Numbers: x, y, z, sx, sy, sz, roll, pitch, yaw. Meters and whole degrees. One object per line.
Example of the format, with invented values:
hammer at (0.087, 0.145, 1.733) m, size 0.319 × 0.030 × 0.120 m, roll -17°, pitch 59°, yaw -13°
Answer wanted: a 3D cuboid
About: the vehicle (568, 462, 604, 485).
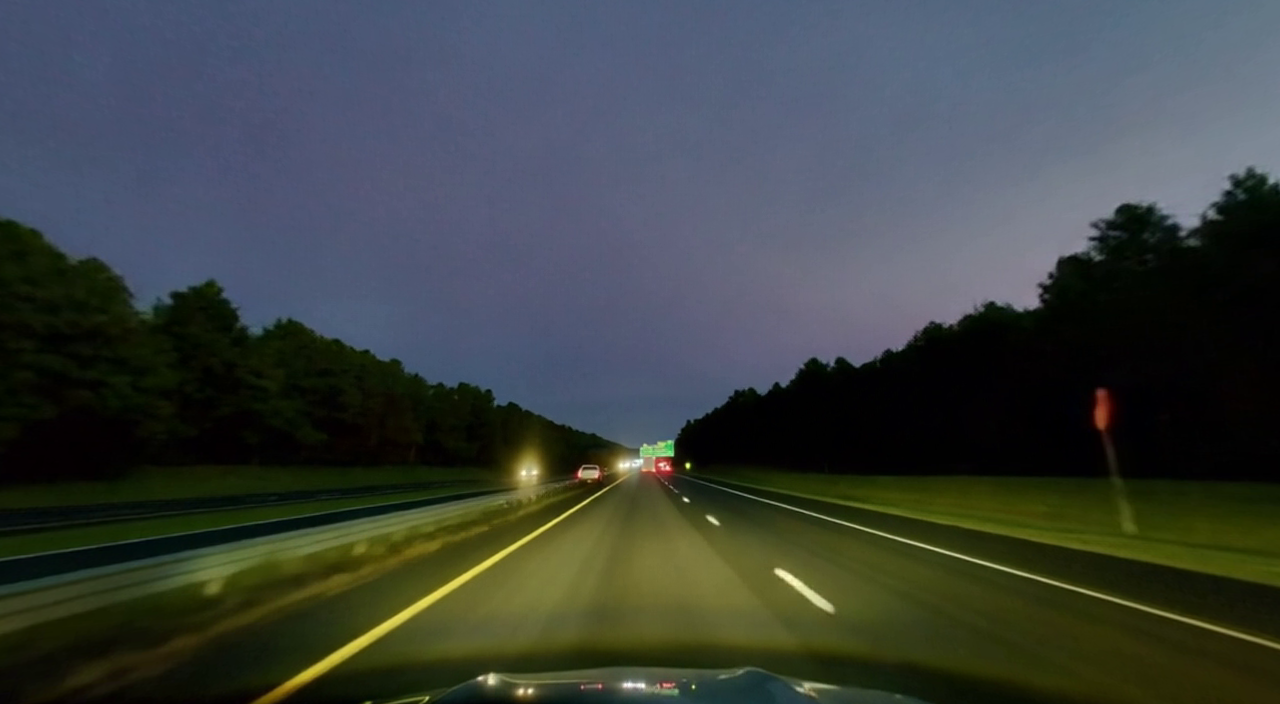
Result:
vehicle at (-3.883, 8.906, 46.292) m, size 2.180 × 1.618 × 4.219 m, roll 1°, pitch -10°, yaw 1°
